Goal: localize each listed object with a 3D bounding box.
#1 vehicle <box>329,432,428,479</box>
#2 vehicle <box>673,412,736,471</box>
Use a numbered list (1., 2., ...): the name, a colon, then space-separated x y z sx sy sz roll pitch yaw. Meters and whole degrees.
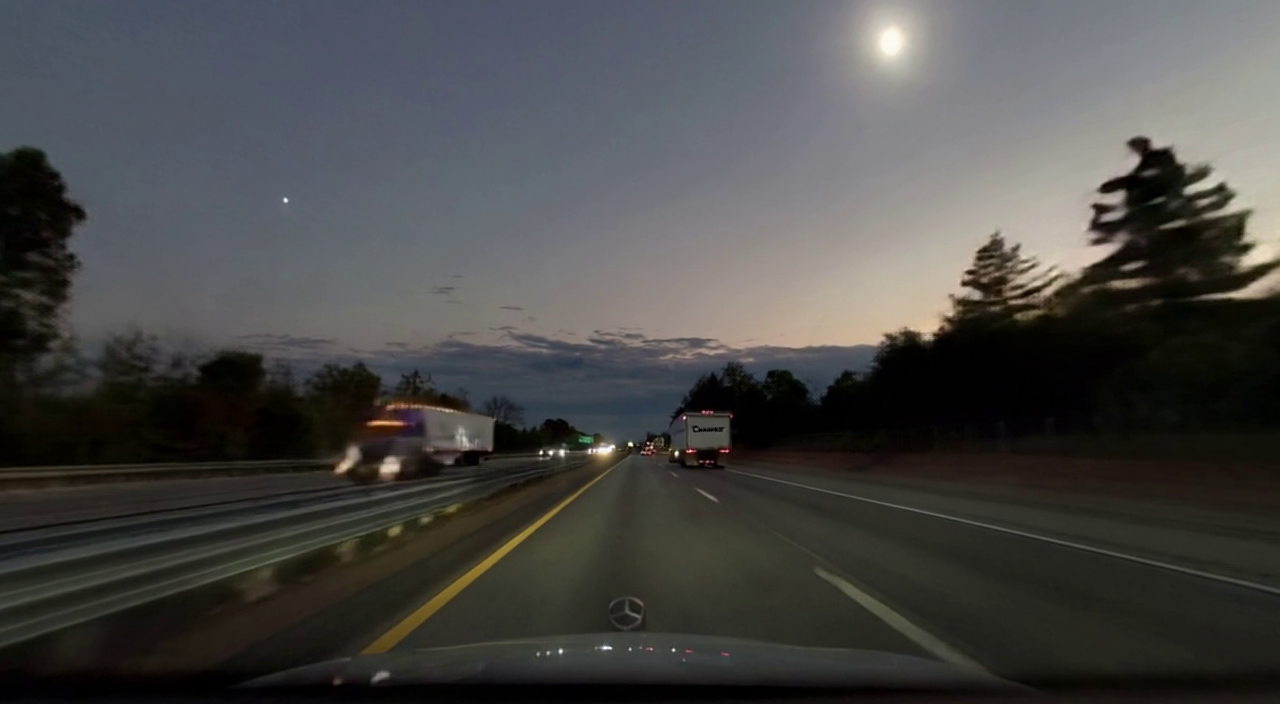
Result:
1. vehicle: -9.048 3.612 22.188 1.835 1.494 3.900 0 -9 -1
2. vehicle: 4.078 6.155 42.858 2.876 3.419 11.591 0 -9 -1
